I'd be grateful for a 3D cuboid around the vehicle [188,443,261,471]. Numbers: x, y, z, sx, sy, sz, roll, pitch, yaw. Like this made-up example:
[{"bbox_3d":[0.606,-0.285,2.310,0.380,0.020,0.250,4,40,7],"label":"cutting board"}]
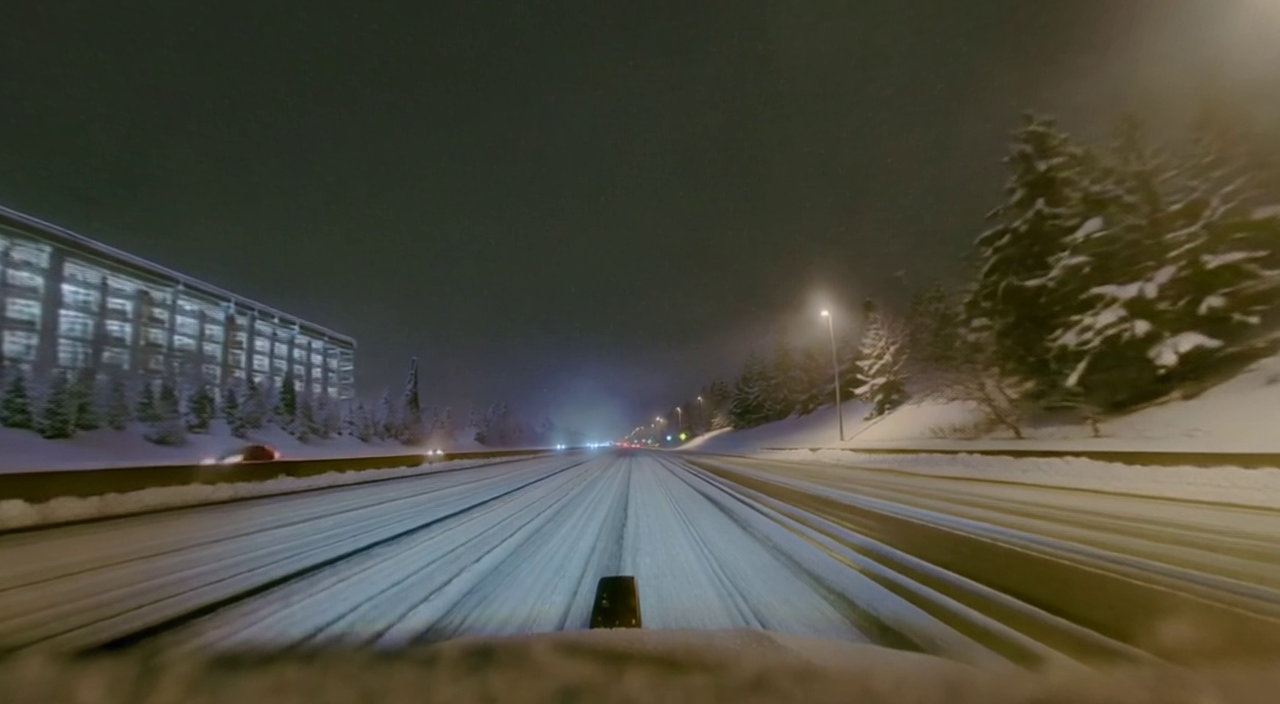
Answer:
[{"bbox_3d":[-26.647,6.758,40.716,1.881,1.675,4.137,0,-9,0],"label":"vehicle"}]
